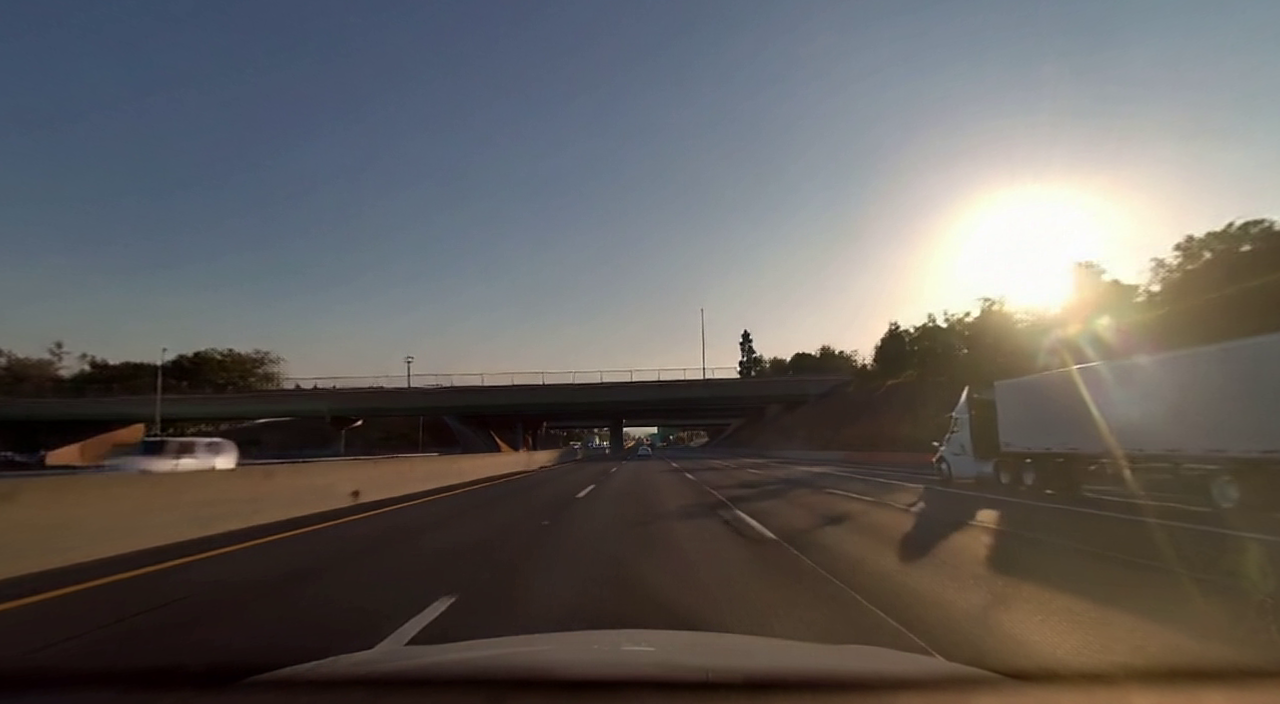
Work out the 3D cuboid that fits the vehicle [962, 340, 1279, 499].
[{"bbox_3d":[18.315,2.740,23.176,3.395,4.178,16.548,0,-8,-4],"label":"vehicle"}]
